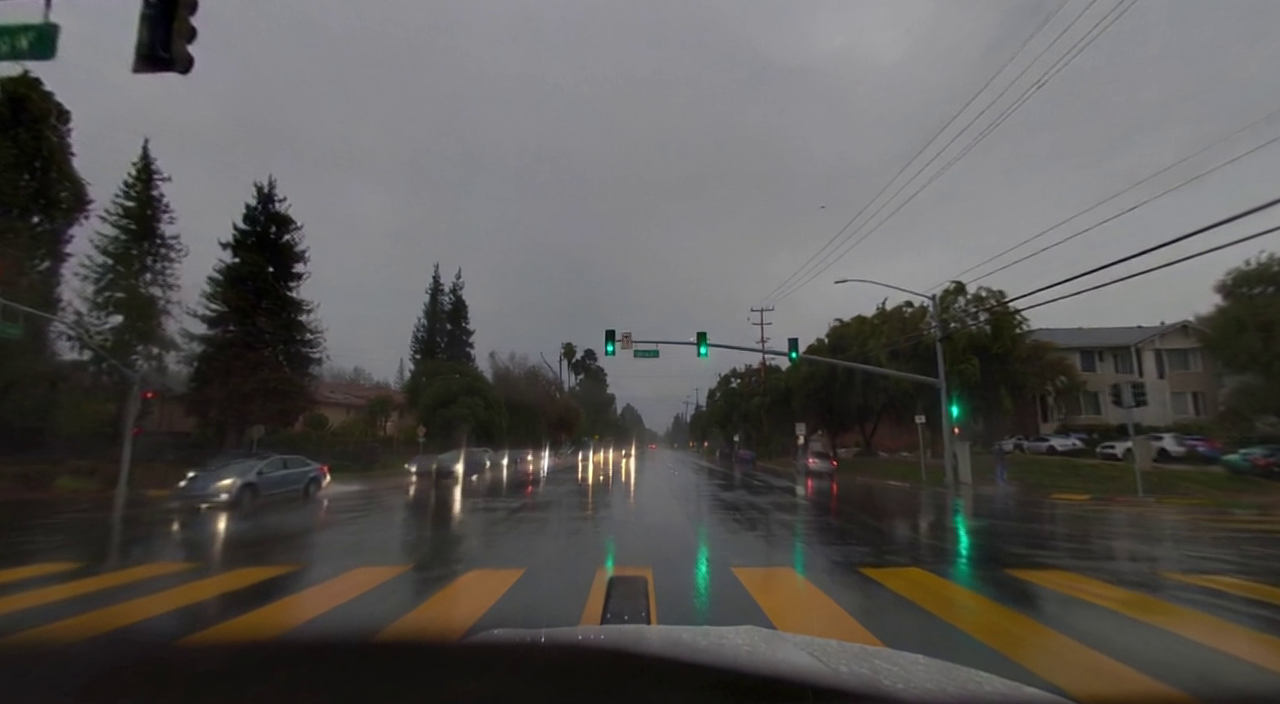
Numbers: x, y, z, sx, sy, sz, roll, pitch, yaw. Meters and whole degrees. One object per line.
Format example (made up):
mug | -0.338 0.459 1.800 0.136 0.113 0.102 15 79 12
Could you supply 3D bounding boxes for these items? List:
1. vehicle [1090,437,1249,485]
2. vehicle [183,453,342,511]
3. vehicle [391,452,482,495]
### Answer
vehicle | 25.392 5.211 30.567 2.177 2.086 5.514 2 -9 -14
vehicle | -10.942 3.764 18.707 2.007 1.451 4.242 0 -8 1
vehicle | -7.689 4.627 24.331 1.958 1.415 4.312 0 -8 2
